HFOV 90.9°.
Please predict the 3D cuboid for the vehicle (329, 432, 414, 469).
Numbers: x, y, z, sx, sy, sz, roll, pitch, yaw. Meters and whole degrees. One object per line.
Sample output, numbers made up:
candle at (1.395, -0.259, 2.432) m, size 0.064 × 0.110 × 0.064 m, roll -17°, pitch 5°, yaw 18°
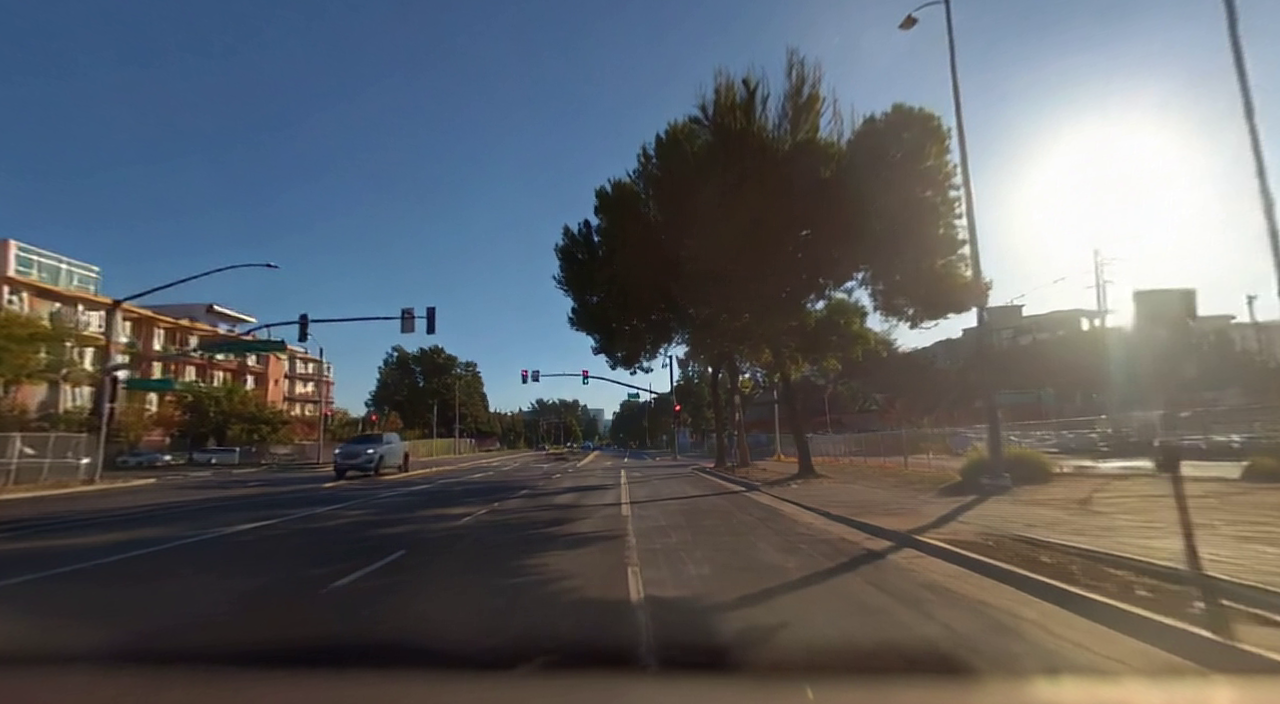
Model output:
vehicle at (-15.084, 5.590, 35.823) m, size 2.437 × 1.910 × 5.780 m, roll 0°, pitch -9°, yaw -2°
